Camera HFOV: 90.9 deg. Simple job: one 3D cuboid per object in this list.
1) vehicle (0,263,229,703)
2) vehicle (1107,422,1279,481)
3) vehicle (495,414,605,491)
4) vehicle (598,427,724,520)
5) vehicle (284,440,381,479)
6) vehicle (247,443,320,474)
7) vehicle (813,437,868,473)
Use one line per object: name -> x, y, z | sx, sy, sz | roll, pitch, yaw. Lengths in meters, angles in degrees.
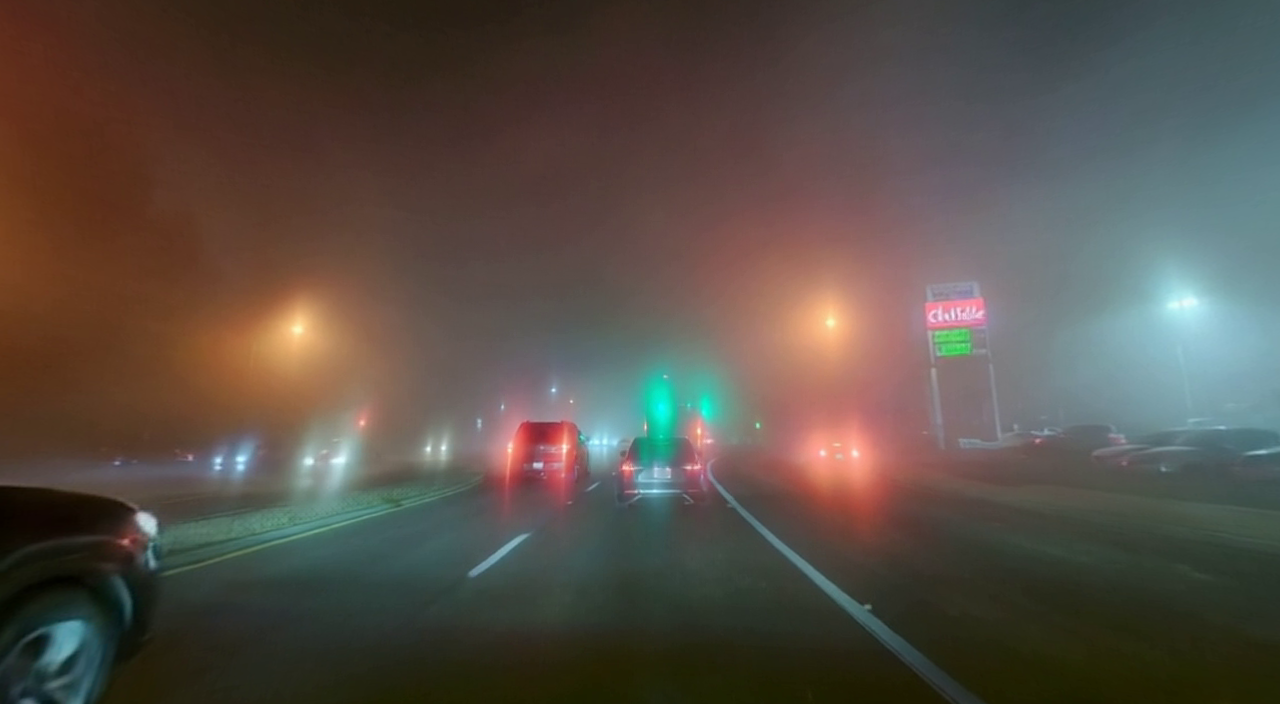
vehicle -> -3.074, 0.442, 0.556 | 2.124, 1.829, 4.799 | 0, -8, 1
vehicle -> 15.598, 2.667, 17.039 | 4.436, 1.466, 1.875 | 0, -8, -2
vehicle -> -2.444, 2.953, 18.727 | 2.289, 1.935, 5.227 | -1, -8, 2
vehicle -> 0.324, 2.295, 12.432 | 2.061, 1.494, 4.079 | 0, -8, 0
vehicle -> -12.501, 4.390, 25.957 | 2.011, 1.456, 4.143 | 0, -8, -2
vehicle -> -21.181, 6.326, 37.654 | 1.923, 1.703, 4.520 | 0, -8, -3
vehicle -> 9.042, 4.661, 28.703 | 1.900, 1.507, 4.151 | -2, -8, 11
